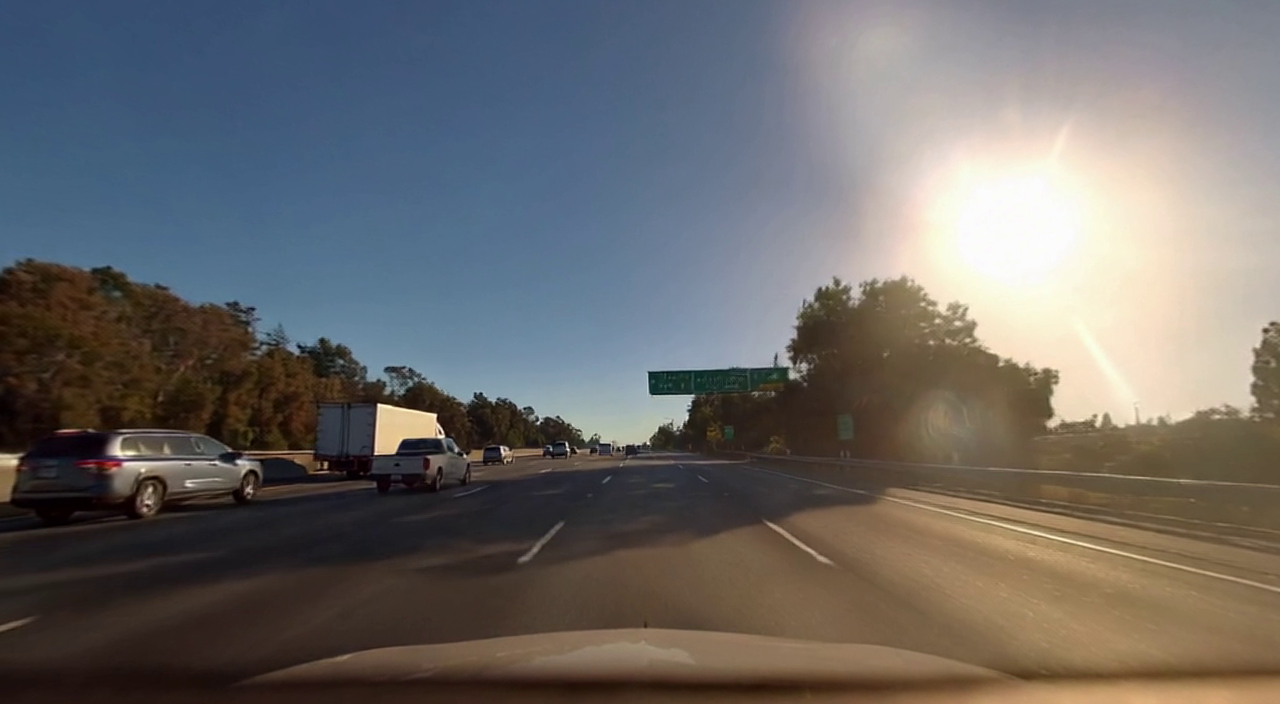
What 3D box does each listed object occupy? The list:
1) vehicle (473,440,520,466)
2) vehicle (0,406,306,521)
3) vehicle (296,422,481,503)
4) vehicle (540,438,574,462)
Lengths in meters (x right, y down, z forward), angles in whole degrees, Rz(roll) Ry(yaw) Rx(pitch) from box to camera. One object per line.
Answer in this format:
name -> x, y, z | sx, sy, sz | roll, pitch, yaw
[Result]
vehicle -> -9.740, 6.832, 43.094 | 2.060, 1.662, 4.469 | -1, -8, 2
vehicle -> -10.246, 2.310, 13.764 | 2.576, 1.922, 6.067 | 0, -8, 0
vehicle -> -6.350, 2.877, 17.115 | 2.403, 1.773, 6.276 | 0, -8, 0
vehicle -> -6.241, 7.408, 47.853 | 2.009, 1.735, 4.358 | 0, -8, 0
